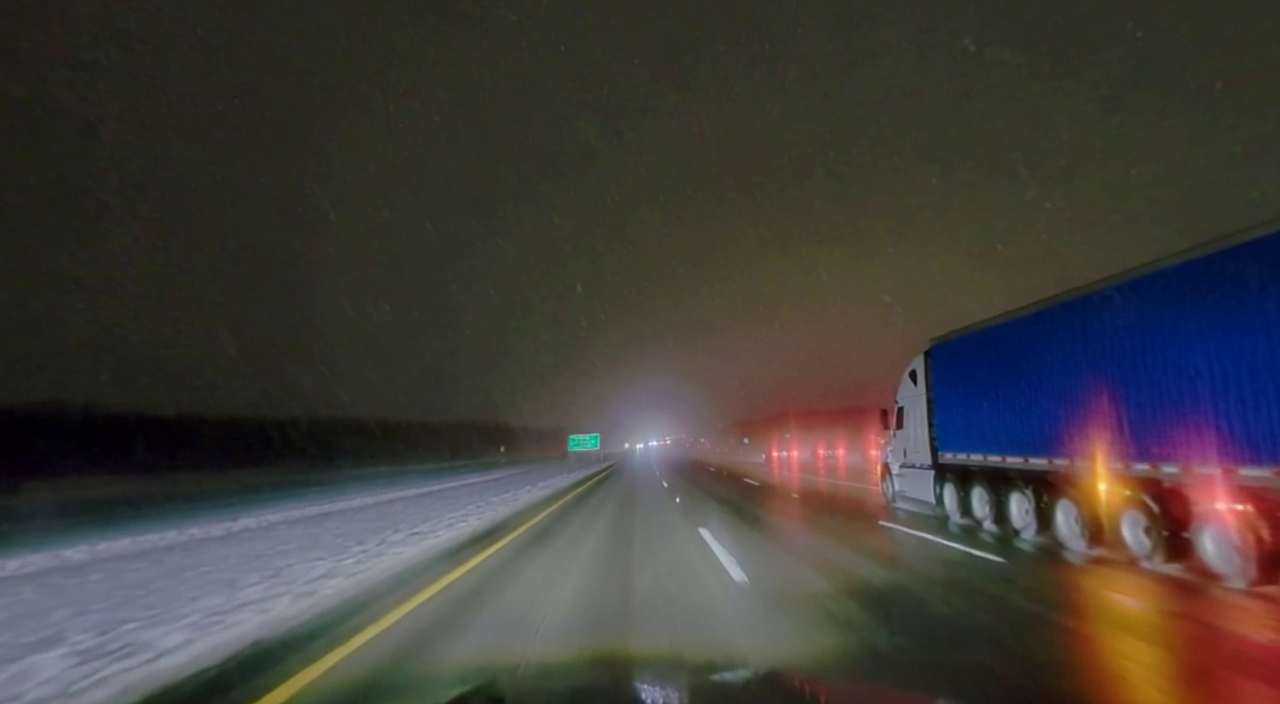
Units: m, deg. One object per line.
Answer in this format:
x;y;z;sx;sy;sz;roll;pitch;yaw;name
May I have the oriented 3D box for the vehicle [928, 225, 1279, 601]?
6.842;0.941;8.084;2.690;3.197;7.515;0;-9;0;vehicle
